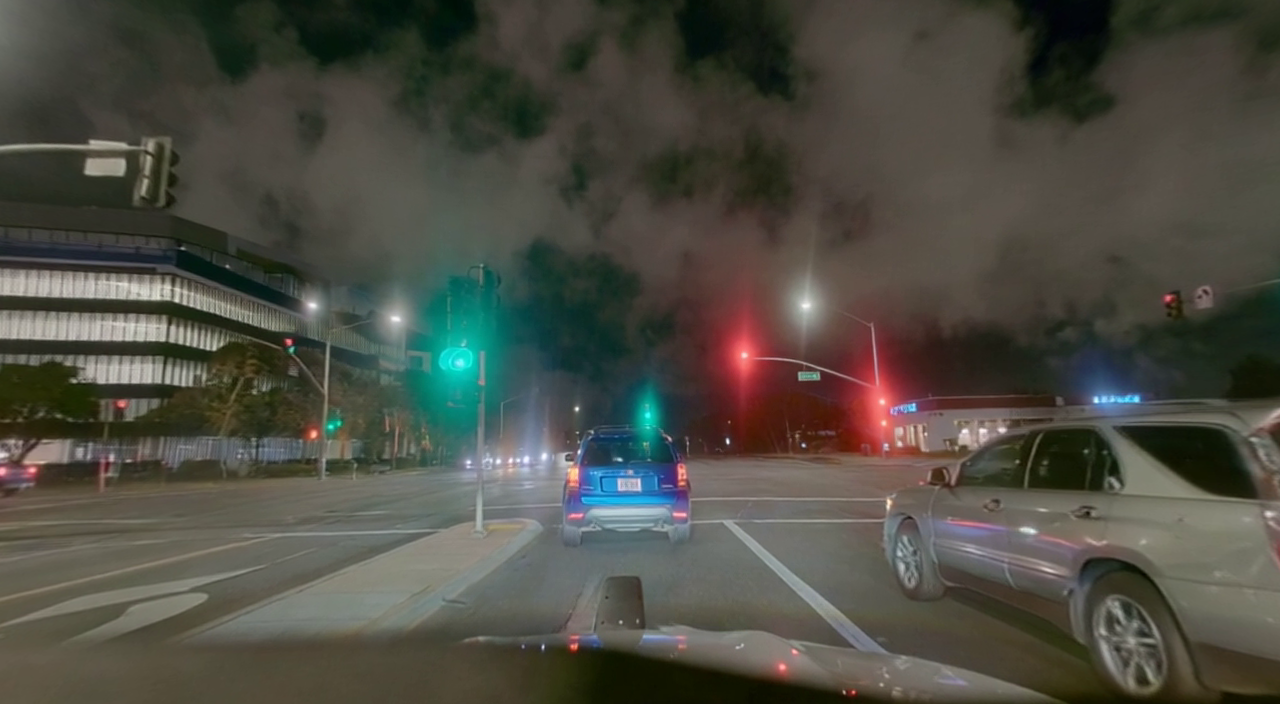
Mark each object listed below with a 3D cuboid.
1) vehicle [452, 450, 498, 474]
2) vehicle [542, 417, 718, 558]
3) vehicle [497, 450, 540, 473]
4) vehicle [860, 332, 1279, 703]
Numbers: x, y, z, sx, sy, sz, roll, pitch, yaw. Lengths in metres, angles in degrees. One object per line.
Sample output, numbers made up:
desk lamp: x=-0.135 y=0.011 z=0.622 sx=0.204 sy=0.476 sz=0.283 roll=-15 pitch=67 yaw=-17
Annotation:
vehicle: x=-11.844 y=7.917 z=45.574 sx=2.005 sy=1.596 sz=4.342 roll=-1 pitch=-9 yaw=1
vehicle: x=-0.249 y=2.054 z=10.315 sx=2.238 sy=1.762 sz=4.445 roll=0 pitch=-9 yaw=-3
vehicle: x=-8.585 y=7.756 z=44.900 sx=2.163 sy=1.529 sz=4.210 roll=-1 pitch=-9 yaw=1
vehicle: x=3.212 y=1.046 z=3.972 sx=2.040 sy=1.674 sz=4.455 roll=0 pitch=-9 yaw=0
